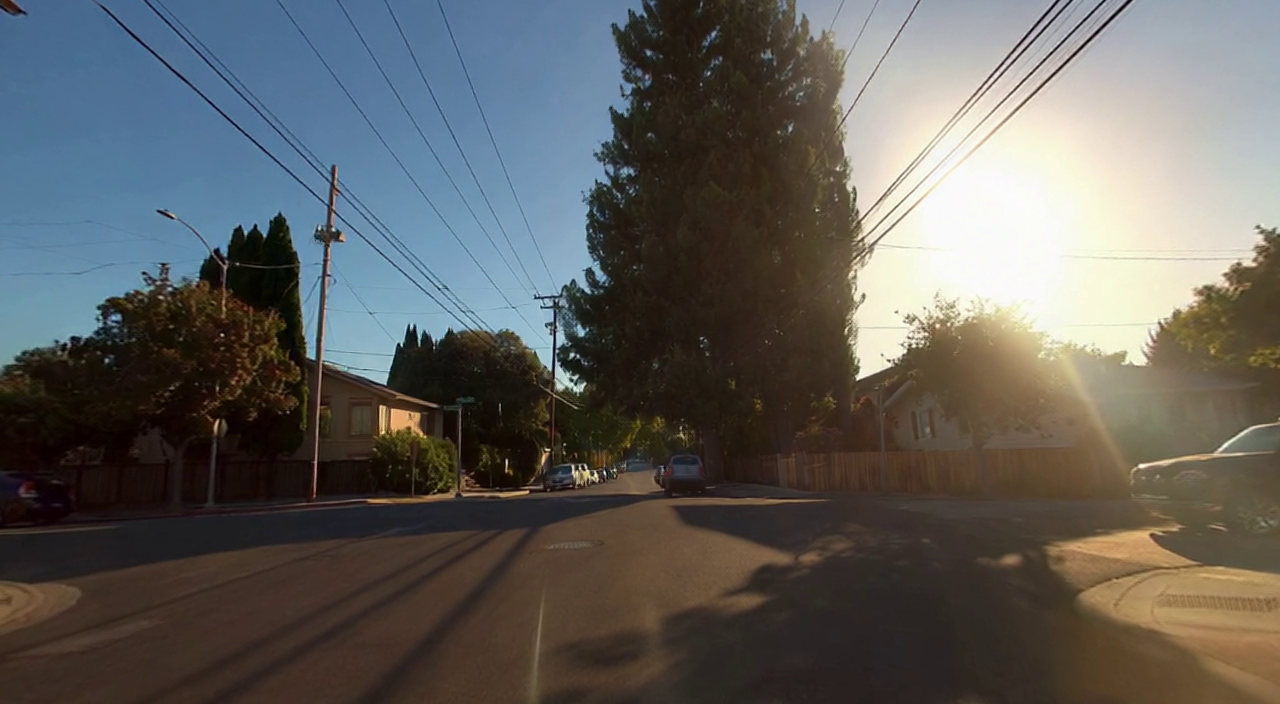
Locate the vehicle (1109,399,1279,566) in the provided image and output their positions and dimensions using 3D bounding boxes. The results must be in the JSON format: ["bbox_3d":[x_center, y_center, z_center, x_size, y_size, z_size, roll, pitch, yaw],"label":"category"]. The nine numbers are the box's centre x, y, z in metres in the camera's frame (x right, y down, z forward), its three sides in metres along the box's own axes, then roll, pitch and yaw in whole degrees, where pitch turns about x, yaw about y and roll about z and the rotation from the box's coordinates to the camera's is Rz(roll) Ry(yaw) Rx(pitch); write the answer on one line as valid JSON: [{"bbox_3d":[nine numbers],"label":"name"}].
[{"bbox_3d":[9.695,1.688,8.570,4.677,1.949,2.334,-1,-8,3],"label":"vehicle"}]

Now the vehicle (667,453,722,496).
[{"bbox_3d":[2.582,5.950,31.072,2.051,1.874,4.459,0,-8,-3],"label":"vehicle"}]

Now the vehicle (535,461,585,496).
[{"bbox_3d":[-4.296,6.919,34.635,2.189,1.771,4.571,0,-11,-1],"label":"vehicle"}]
